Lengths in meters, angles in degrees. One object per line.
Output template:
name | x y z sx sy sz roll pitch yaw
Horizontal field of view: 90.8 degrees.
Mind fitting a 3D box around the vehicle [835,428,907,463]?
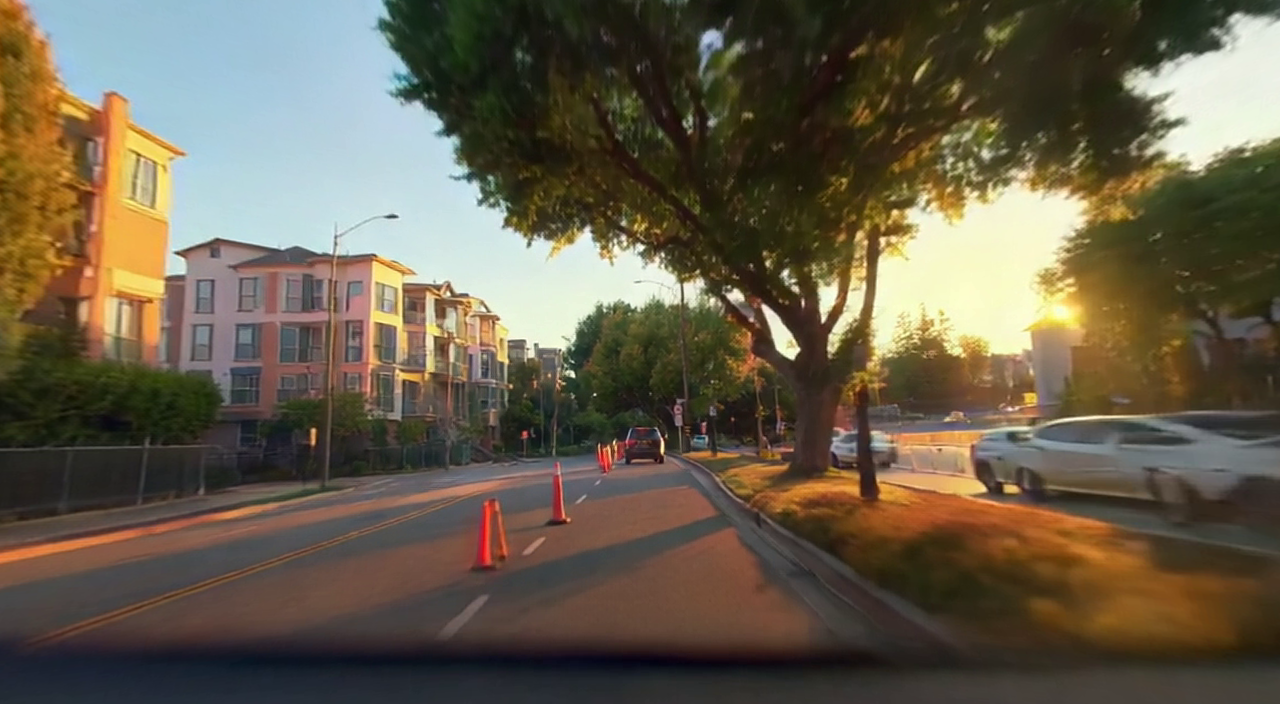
vehicle | 10.657 4.338 29.353 1.698 1.548 2.969 3 -8 -14

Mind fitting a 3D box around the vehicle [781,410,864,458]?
vehicle | 9.700 4.560 34.342 2.253 2.306 6.753 0 -9 -2

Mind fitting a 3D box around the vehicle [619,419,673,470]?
vehicle | 0.163 4.107 28.144 2.169 2.015 5.206 0 -8 -2
